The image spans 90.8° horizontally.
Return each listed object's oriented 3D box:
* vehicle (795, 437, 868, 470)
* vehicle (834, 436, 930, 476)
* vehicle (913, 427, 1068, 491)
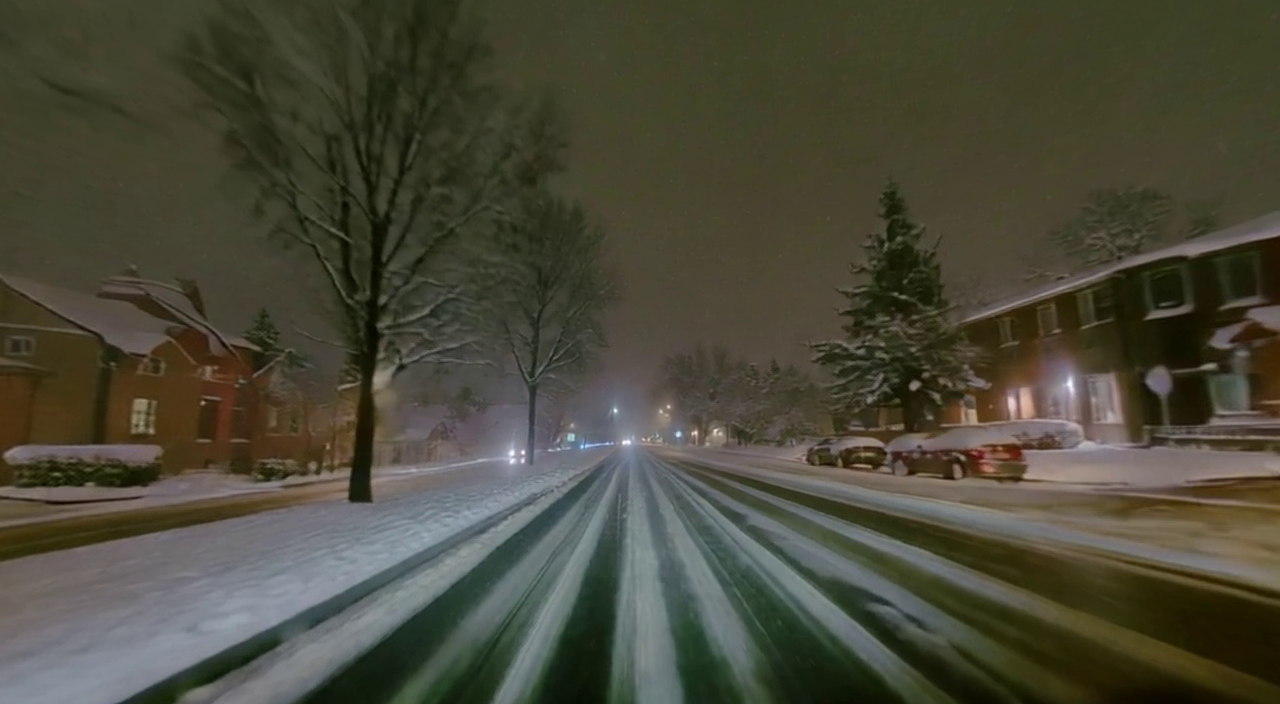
[{"bbox_3d":[9.446,5.049,31.607,1.898,1.477,4.695,1,-8,-4],"label":"vehicle"},{"bbox_3d":[9.652,4.195,25.657,1.930,1.453,4.665,0,-8,-1],"label":"vehicle"},{"bbox_3d":[9.831,3.037,18.182,1.970,1.610,4.247,0,-8,-1],"label":"vehicle"}]
